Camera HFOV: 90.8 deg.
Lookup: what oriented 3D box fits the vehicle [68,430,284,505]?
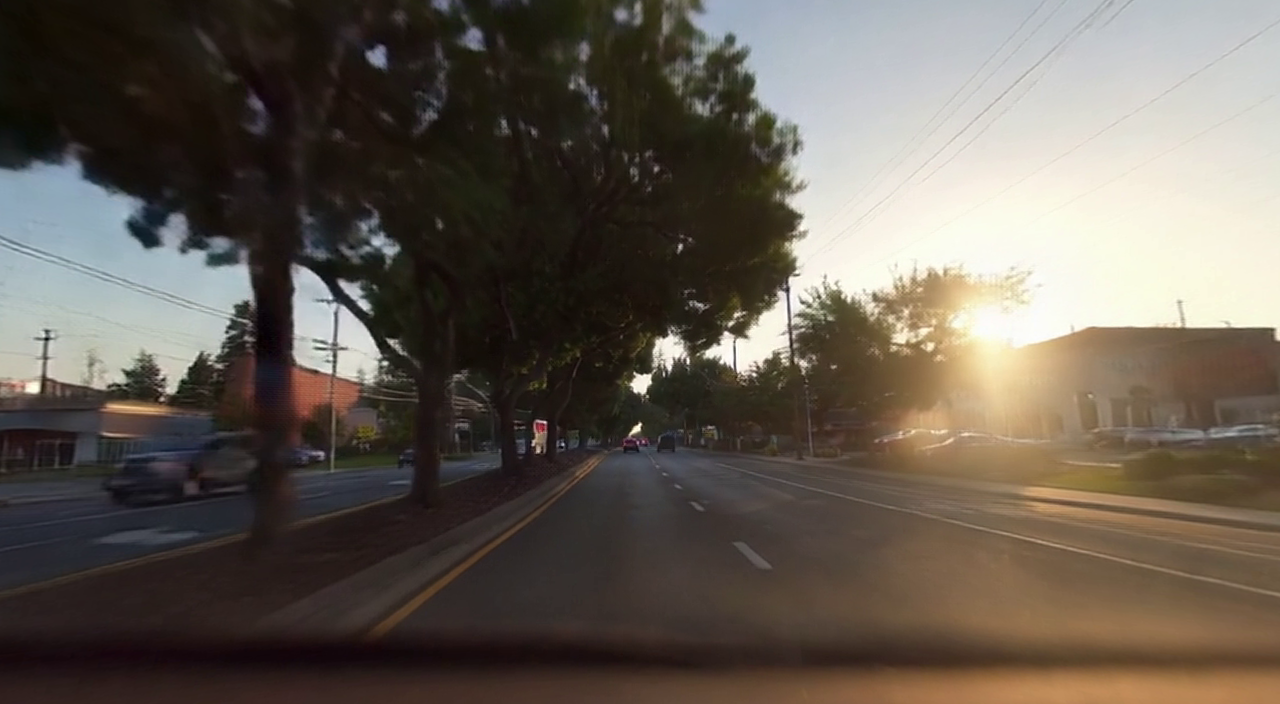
[{"bbox_3d":[-12.760,3.182,17.988,2.057,1.795,5.300,-1,-8,1],"label":"vehicle"}]

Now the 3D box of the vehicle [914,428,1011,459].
[{"bbox_3d":[17.781,5.083,34.974,4.264,1.428,1.822,-4,-9,4],"label":"vehicle"}]

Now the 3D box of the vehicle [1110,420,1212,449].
[{"bbox_3d":[32.950,5.271,40.201,2.083,1.716,5.134,0,-8,0],"label":"vehicle"}]
